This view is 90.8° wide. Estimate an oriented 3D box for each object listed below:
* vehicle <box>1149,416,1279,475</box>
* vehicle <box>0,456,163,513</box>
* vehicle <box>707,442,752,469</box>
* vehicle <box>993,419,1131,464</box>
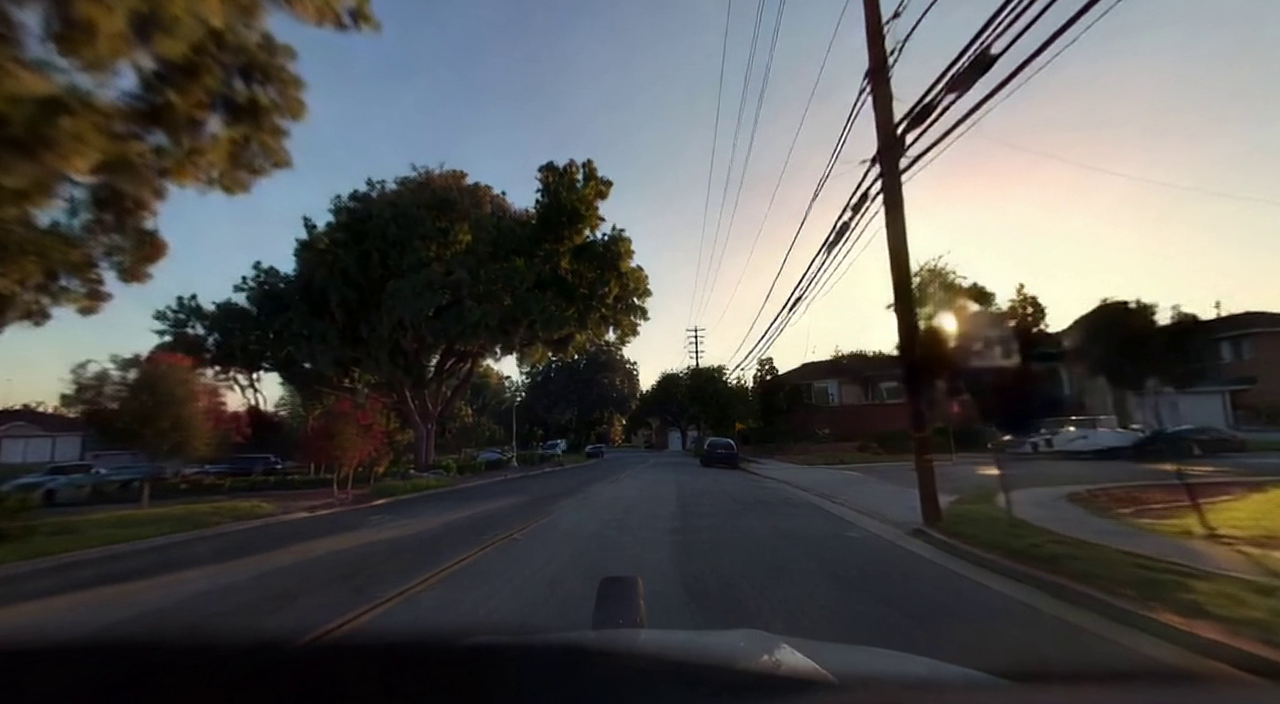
[{"bbox_3d":[16.664,2.436,16.561,4.727,1.457,1.958,-1,-8,7],"label":"vehicle"},{"bbox_3d":[-18.086,4.177,20.181,4.123,1.603,1.906,4,-9,-24],"label":"vehicle"},{"bbox_3d":[4.967,5.780,35.525,1.990,1.435,4.526,0,-8,2],"label":"vehicle"},{"bbox_3d":[16.708,3.568,25.198,4.058,1.697,1.943,0,-8,2],"label":"vehicle"}]
